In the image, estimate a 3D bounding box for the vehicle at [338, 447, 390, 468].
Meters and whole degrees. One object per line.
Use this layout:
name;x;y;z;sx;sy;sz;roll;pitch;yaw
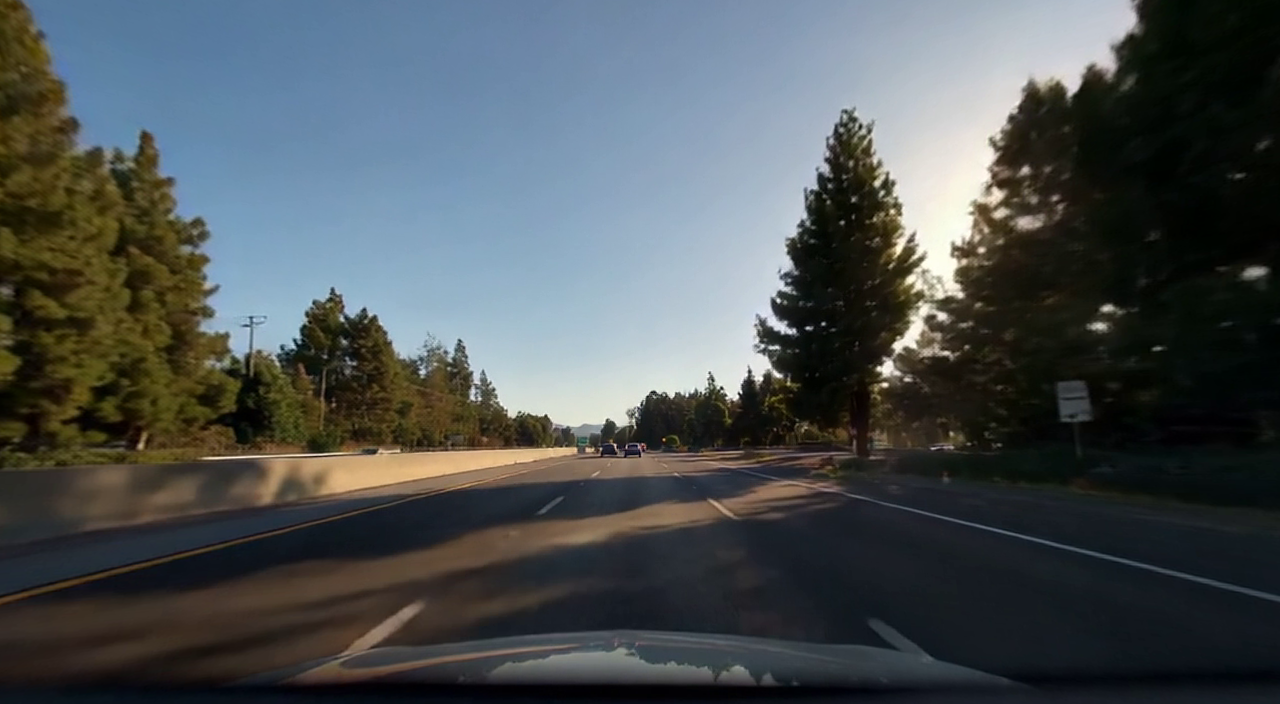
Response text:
vehicle;-21.485;8.199;49.364;1.946;1.512;4.747;0;-9;0
